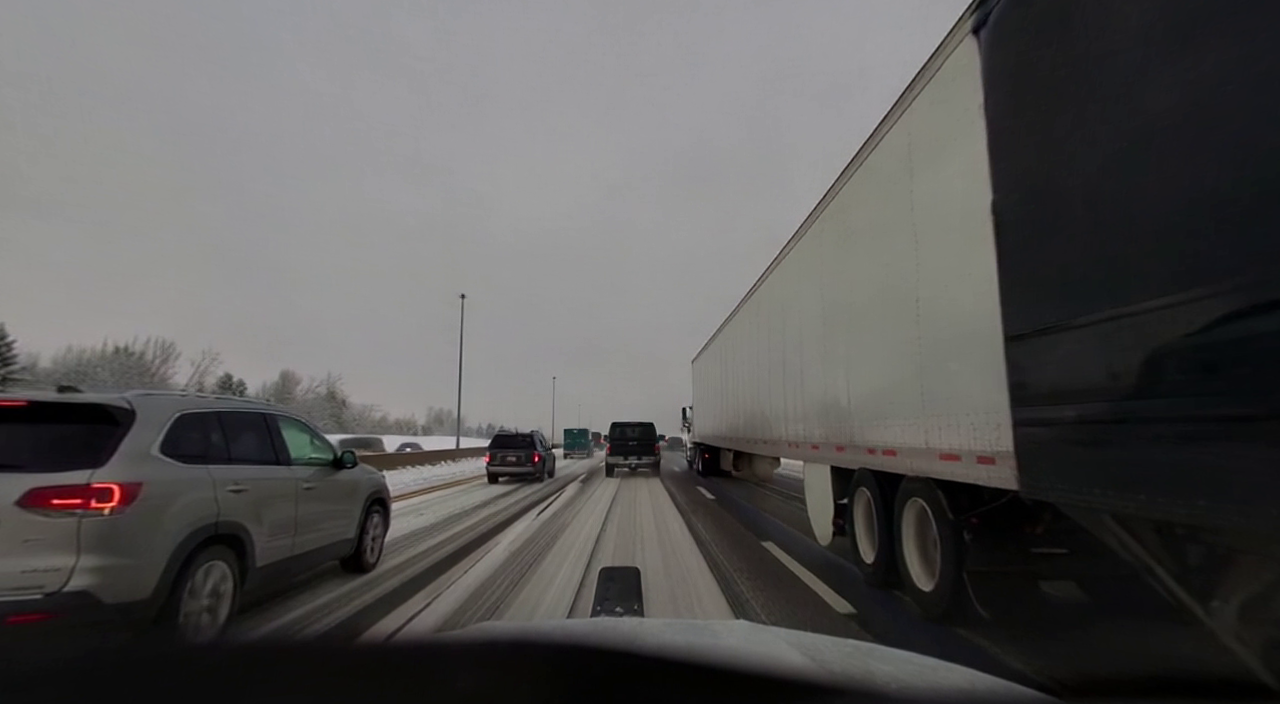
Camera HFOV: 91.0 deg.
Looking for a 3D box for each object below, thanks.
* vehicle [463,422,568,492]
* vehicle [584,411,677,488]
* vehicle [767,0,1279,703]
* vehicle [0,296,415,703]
[{"bbox_3d":[-3.523,3.109,18.872,2.120,1.812,4.659,0,-8,1],"label":"vehicle"},{"bbox_3d":[-0.327,3.274,21.340,2.704,2.216,5.804,0,-8,-1],"label":"vehicle"},{"bbox_3d":[3.635,-0.331,2.744,2.852,4.121,16.210,0,-8,0],"label":"vehicle"},{"bbox_3d":[-3.394,0.958,3.893,2.193,1.803,4.958,0,-8,-1],"label":"vehicle"}]
